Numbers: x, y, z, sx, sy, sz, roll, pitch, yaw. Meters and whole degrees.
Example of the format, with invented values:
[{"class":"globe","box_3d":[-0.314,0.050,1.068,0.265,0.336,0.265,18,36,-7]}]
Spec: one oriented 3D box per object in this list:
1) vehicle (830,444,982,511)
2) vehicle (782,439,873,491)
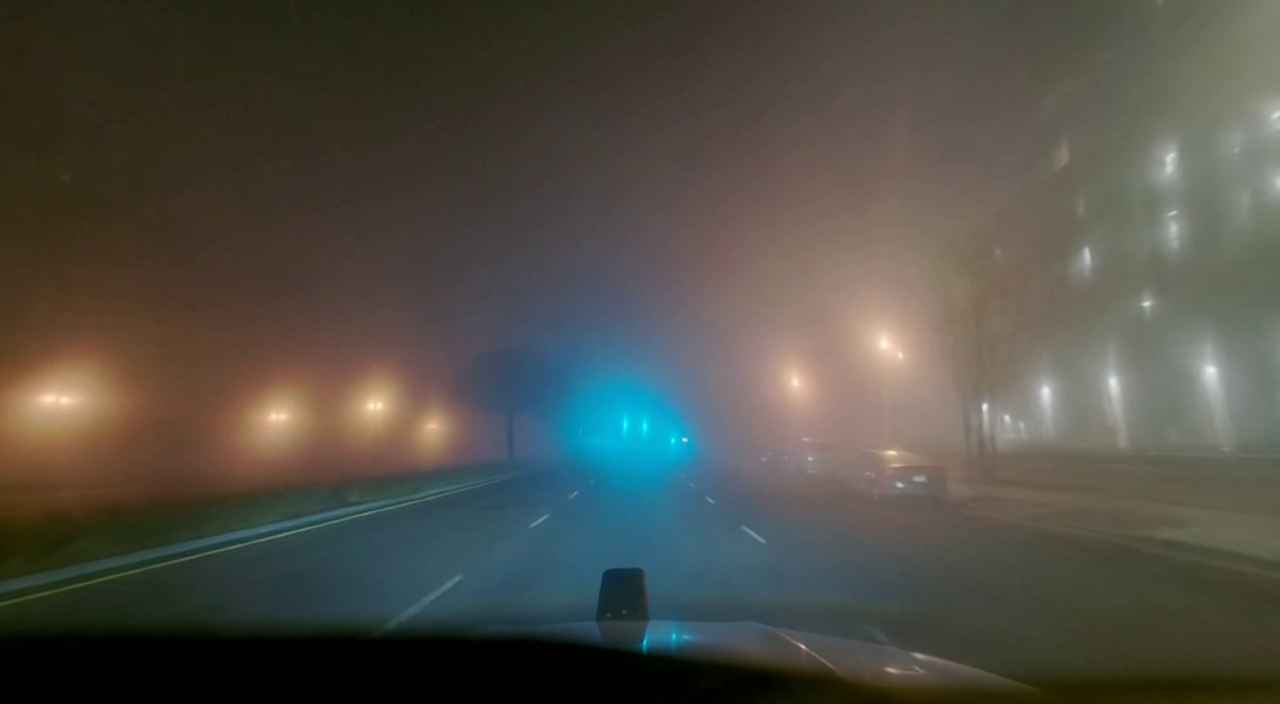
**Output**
[{"class":"vehicle","box_3d":[6.643,3.151,16.444,1.847,1.472,4.846,0,-9,0]},{"class":"vehicle","box_3d":[6.738,4.089,23.258,1.980,1.675,4.854,0,-9,1]}]
